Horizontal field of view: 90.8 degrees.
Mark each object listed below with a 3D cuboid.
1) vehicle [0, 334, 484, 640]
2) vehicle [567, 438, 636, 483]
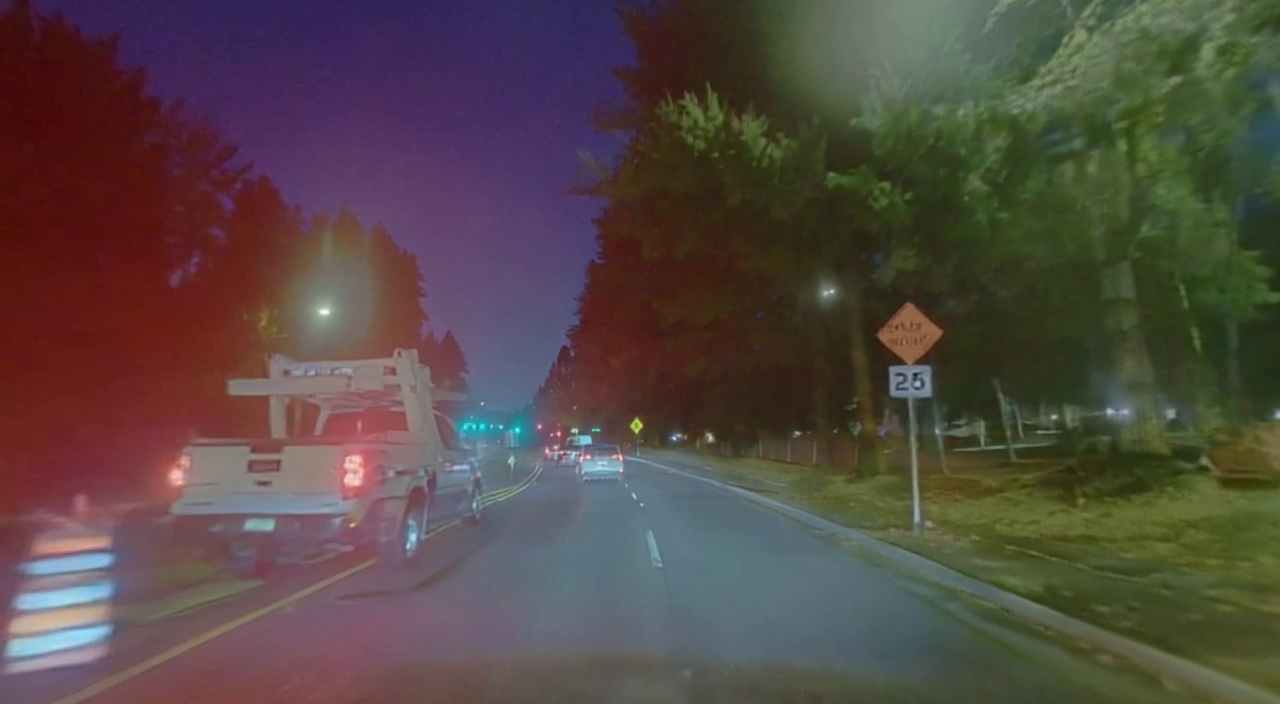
[{"bbox_3d":[-3.653,1.344,7.417,2.671,2.053,6.074,1,-8,-6],"label":"vehicle"},{"bbox_3d":[-1.510,3.916,23.113,2.186,1.463,4.356,1,-8,-8],"label":"vehicle"}]
